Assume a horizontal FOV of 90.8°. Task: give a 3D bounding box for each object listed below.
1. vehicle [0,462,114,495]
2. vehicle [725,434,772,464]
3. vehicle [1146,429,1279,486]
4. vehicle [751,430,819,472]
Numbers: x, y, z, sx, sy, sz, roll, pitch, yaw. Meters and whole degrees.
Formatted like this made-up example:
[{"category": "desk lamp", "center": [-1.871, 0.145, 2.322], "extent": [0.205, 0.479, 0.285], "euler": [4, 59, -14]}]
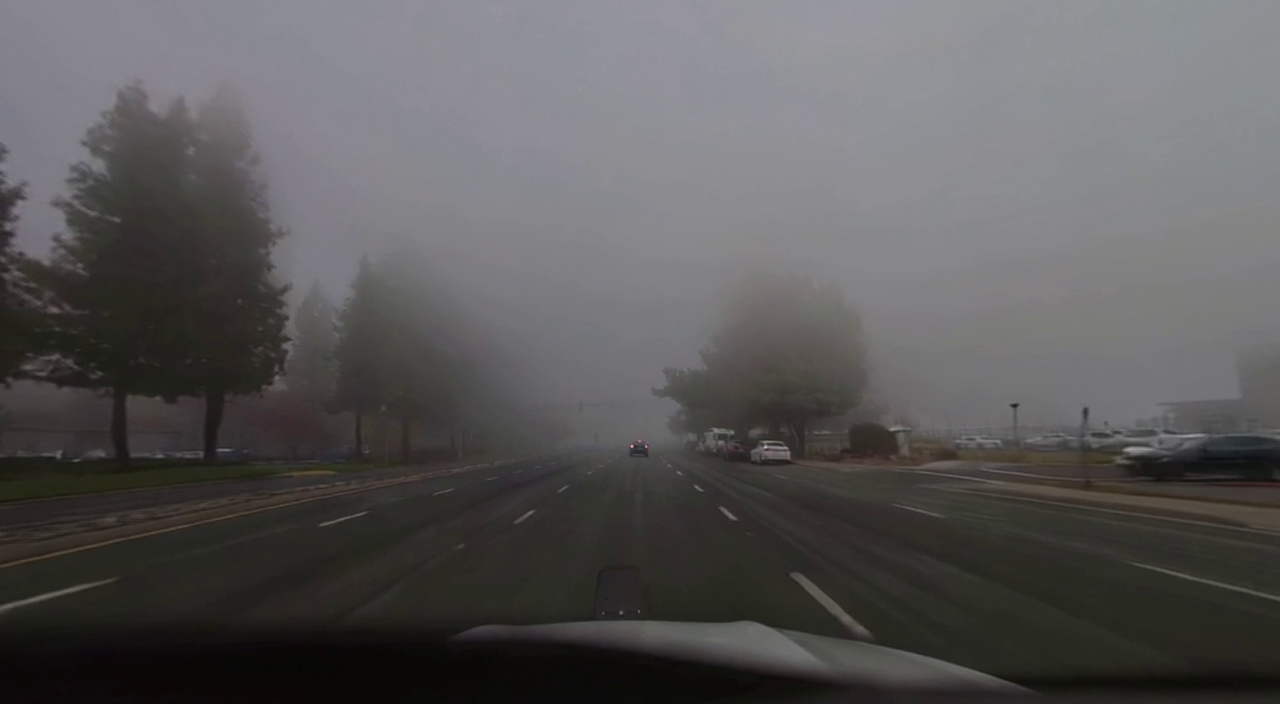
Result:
[{"category": "vehicle", "center": [-32.934, 7.085, 35.610], "extent": [4.705, 1.627, 2.017], "euler": [5, -10, -31]}, {"category": "vehicle", "center": [6.571, 5.945, 38.742], "extent": [1.924, 1.721, 4.514], "euler": [0, -8, -1]}, {"category": "vehicle", "center": [18.067, 3.197, 19.278], "extent": [3.923, 1.575, 1.882], "euler": [2, -9, -12]}, {"category": "vehicle", "center": [6.625, 4.599, 29.462], "extent": [1.985, 1.758, 4.523], "euler": [0, -9, -1]}]
